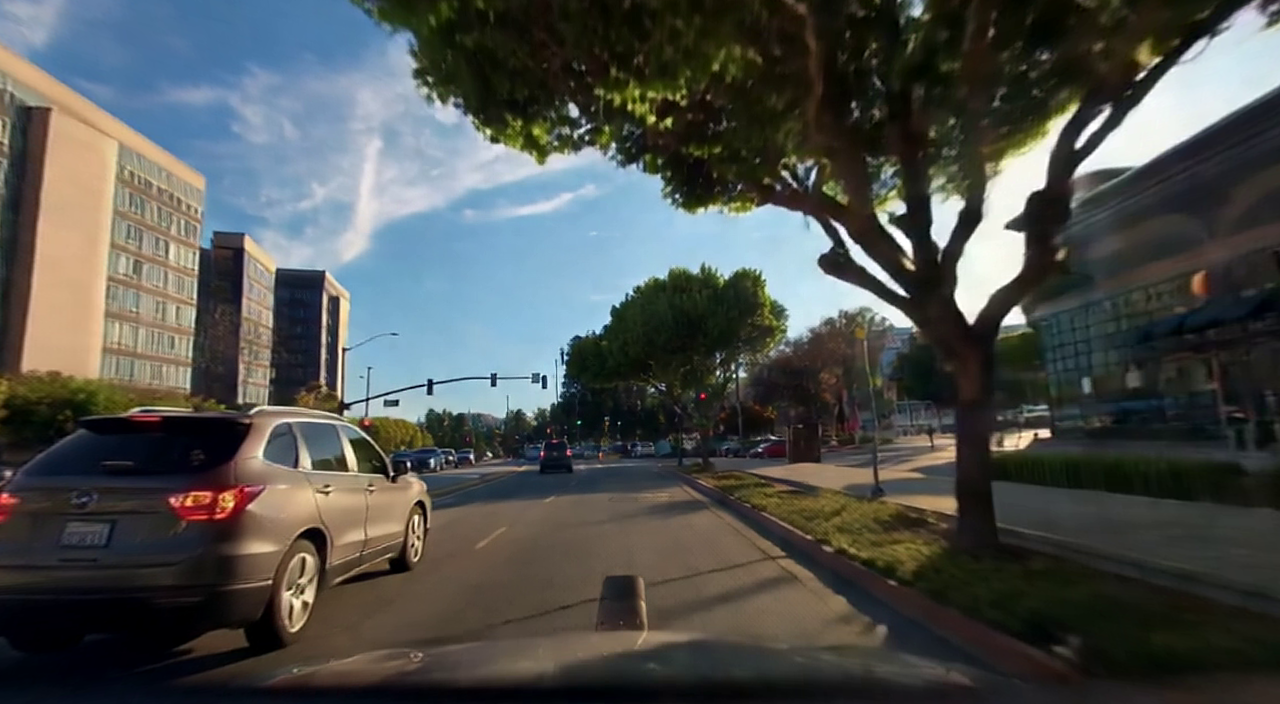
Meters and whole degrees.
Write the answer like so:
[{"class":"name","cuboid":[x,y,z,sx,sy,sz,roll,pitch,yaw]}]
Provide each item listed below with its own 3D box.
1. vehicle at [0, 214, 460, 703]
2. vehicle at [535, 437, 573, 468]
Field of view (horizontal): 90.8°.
[{"class":"vehicle","cuboid":[-3.317,0.848,4.239,2.509,1.885,5.831,0,-9,0]},{"class":"vehicle","cuboid":[-5.278,6.205,39.239,2.134,1.799,5.082,1,-9,-6]}]
